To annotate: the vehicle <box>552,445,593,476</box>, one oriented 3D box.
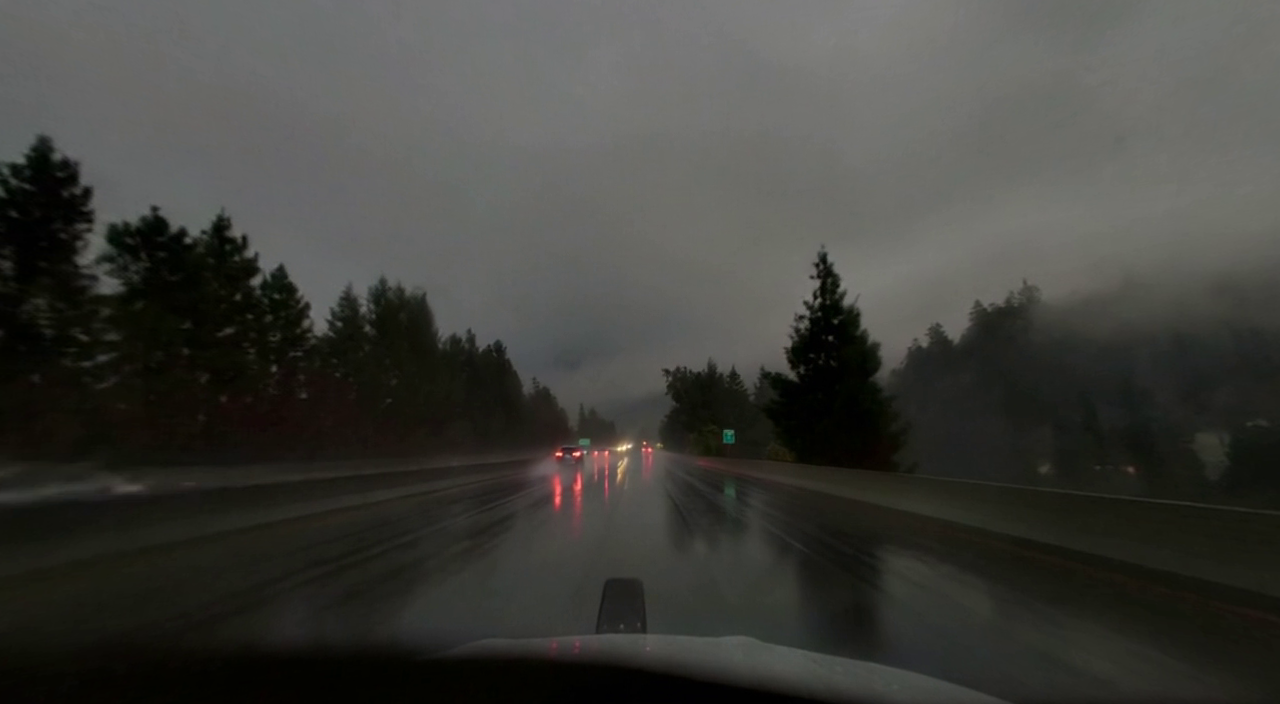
[{"bbox_3d":[-3.743,6.128,35.826,1.846,1.600,4.108,0,-9,1],"label":"vehicle"}]
